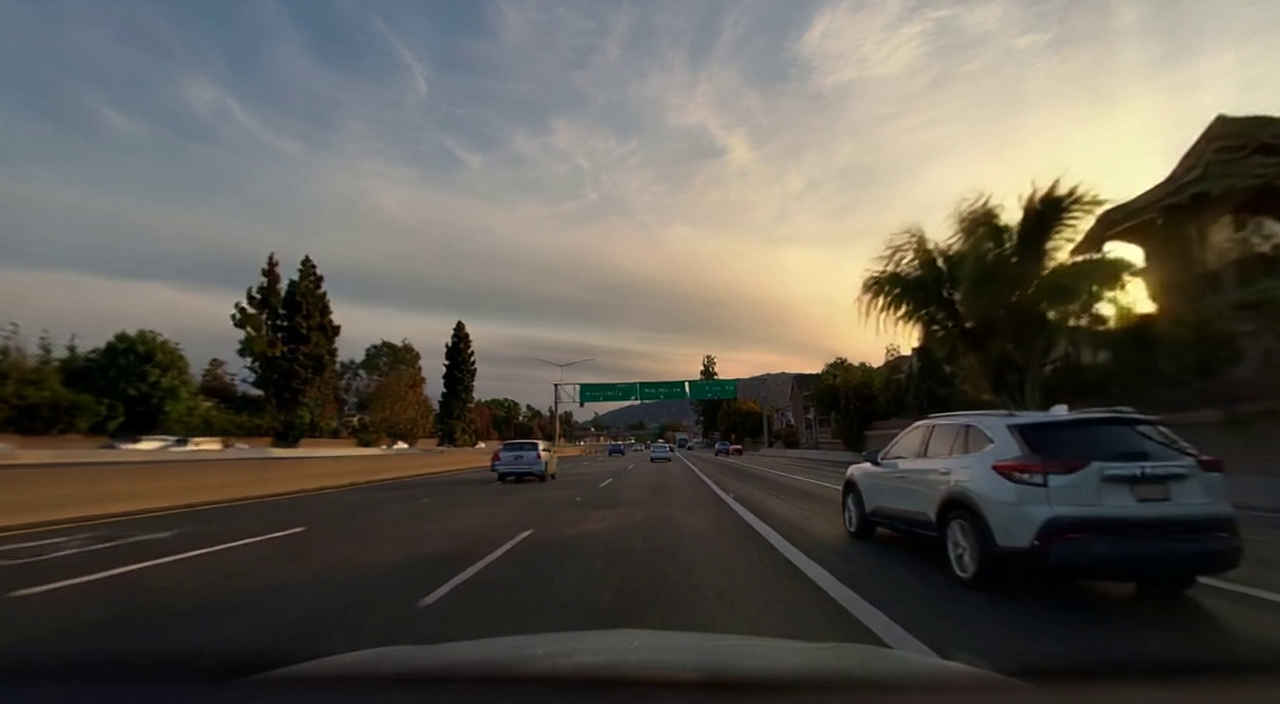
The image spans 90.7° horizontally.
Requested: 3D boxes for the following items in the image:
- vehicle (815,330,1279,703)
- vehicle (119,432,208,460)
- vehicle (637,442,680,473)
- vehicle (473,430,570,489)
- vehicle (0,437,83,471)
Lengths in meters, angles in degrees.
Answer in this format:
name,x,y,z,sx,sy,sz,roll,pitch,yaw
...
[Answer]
name,x,y,z,sx,sy,sz,roll,pitch,yaw
vehicle,3.461,1.194,5.310,2.463,1.851,5.122,0,-8,0
vehicle,-29.207,5.801,39.001,1.944,1.634,4.512,0,-9,-1
vehicle,0.973,5.518,33.328,2.146,1.485,4.332,0,-8,2
vehicle,-3.705,3.476,20.669,2.260,1.706,4.177,0,-9,2
vehicle,-26.612,4.413,27.543,1.534,1.386,3.430,0,-8,-1
